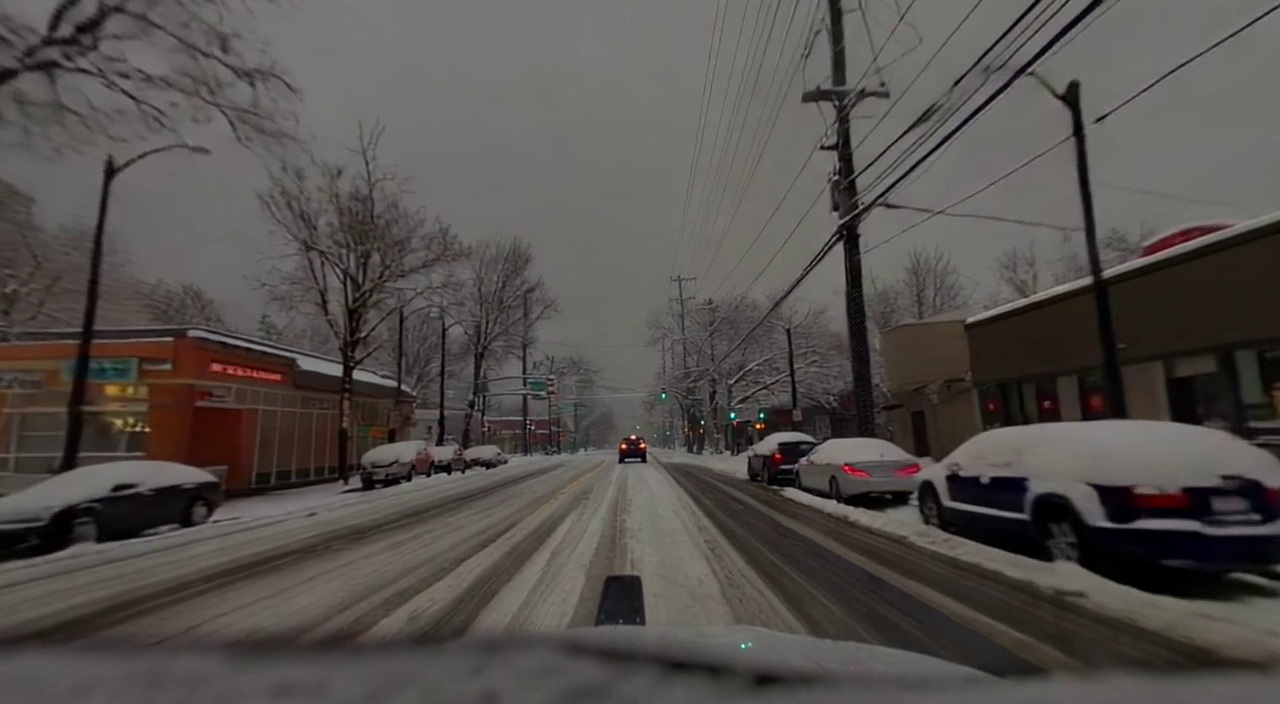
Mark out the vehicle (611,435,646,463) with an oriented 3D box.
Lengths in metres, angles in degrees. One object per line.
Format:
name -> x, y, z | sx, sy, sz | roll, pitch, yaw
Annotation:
vehicle -> -0.800, 6.883, 45.059 | 2.301, 1.854, 4.919 | 0, -8, 0

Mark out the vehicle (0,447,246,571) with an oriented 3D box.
vehicle -> -10.063, 2.650, 11.778 | 1.988, 1.718, 5.661 | 0, -8, -2

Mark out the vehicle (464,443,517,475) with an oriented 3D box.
vehicle -> -9.976, 7.172, 42.665 | 2.048, 1.985, 6.011 | 0, -9, 0

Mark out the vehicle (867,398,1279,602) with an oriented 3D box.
vehicle -> 5.588, 1.794, 8.856 | 2.293, 1.830, 6.070 | 0, -9, -3

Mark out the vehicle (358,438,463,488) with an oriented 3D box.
vehicle -> -9.610, 4.706, 27.086 | 2.305, 1.883, 5.580 | 0, -9, 1

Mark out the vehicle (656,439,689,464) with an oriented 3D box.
vehicle -> 2.120, 6.629, 42.199 | 1.998, 1.580, 4.015 | 0, -8, -1

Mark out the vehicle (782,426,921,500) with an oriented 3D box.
vehicle -> 5.724, 3.044, 17.918 | 2.070, 1.761, 4.848 | 0, -8, -3
